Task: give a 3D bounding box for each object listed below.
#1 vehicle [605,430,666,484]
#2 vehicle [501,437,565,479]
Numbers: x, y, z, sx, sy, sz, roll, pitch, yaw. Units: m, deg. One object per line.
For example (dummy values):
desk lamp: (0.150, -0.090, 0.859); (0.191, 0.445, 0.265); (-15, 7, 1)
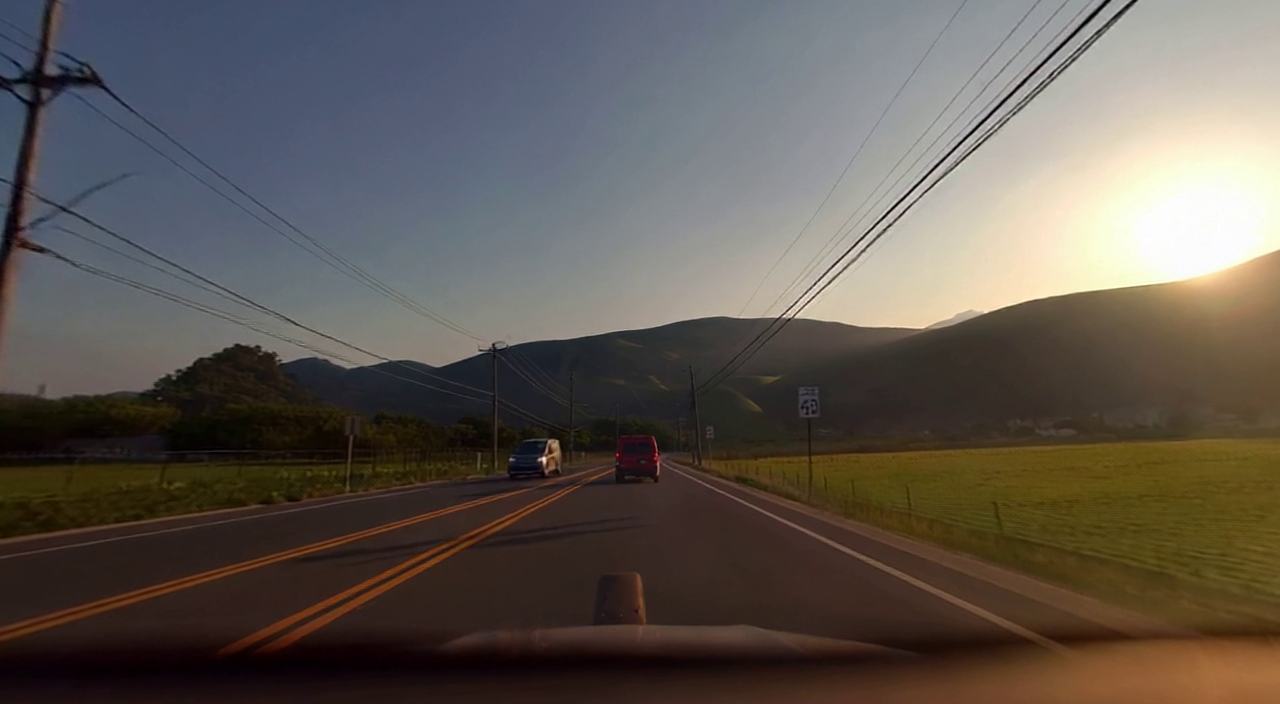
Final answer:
vehicle: (-0.125, 4.571, 27.620); (2.454, 2.144, 4.535); (0, -9, 1)
vehicle: (-5.709, 5.719, 34.334); (2.213, 2.108, 5.027); (0, -9, 4)
